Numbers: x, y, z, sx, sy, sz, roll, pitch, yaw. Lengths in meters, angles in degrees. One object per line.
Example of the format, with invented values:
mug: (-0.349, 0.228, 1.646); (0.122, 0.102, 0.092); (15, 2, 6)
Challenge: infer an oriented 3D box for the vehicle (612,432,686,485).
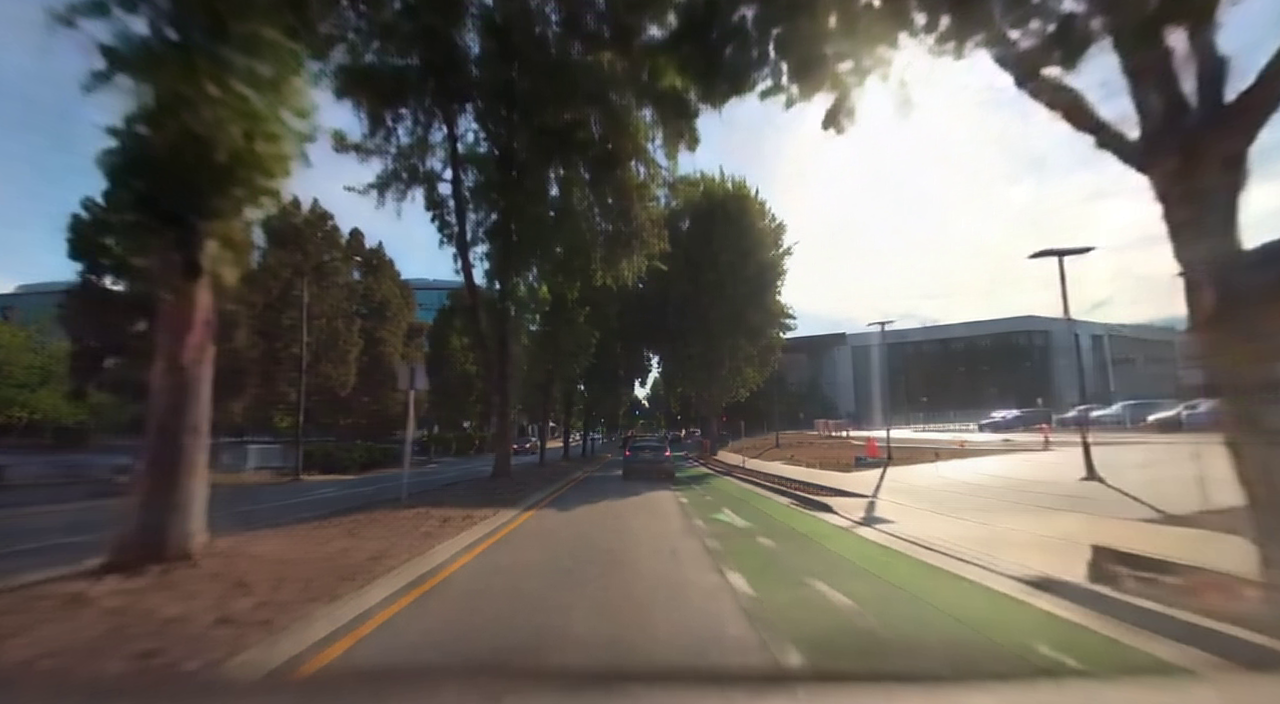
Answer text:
vehicle: (0.271, 3.384, 20.364); (2.114, 1.493, 4.430); (0, -8, 1)
